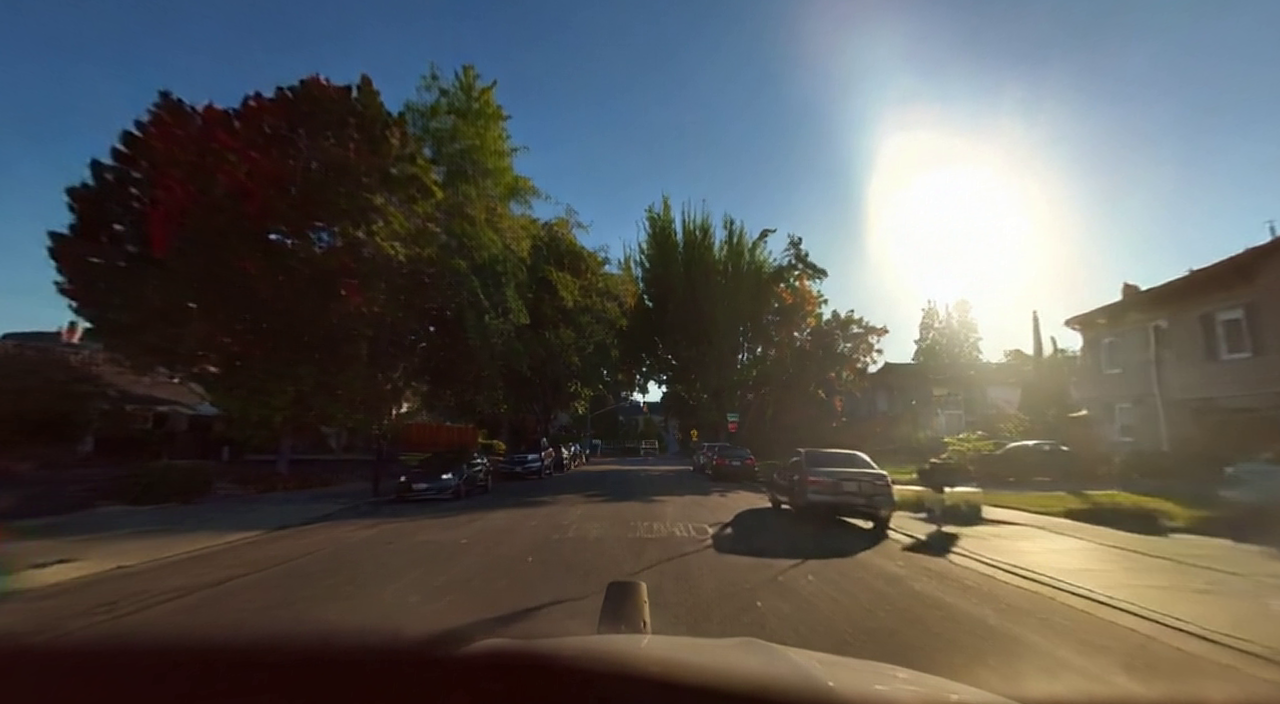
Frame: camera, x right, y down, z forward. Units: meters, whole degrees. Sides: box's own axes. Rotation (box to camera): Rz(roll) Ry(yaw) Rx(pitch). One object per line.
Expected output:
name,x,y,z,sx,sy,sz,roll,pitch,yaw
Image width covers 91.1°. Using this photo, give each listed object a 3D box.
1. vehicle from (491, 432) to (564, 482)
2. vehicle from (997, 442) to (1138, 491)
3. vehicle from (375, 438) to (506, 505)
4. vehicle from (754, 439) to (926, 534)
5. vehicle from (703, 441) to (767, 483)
vehicle,-4.710,4.481,27.130,2.162,1.857,4.758,2,-8,1
vehicle,14.661,3.915,21.576,3.992,1.517,1.764,4,-9,-15
vehicle,-5.214,3.156,17.167,1.872,1.515,4.535,1,-8,3
vehicle,3.629,2.499,12.389,1.871,1.514,4.553,0,-8,0
vehicle,3.744,4.412,25.471,1.987,1.518,4.686,0,-8,2
